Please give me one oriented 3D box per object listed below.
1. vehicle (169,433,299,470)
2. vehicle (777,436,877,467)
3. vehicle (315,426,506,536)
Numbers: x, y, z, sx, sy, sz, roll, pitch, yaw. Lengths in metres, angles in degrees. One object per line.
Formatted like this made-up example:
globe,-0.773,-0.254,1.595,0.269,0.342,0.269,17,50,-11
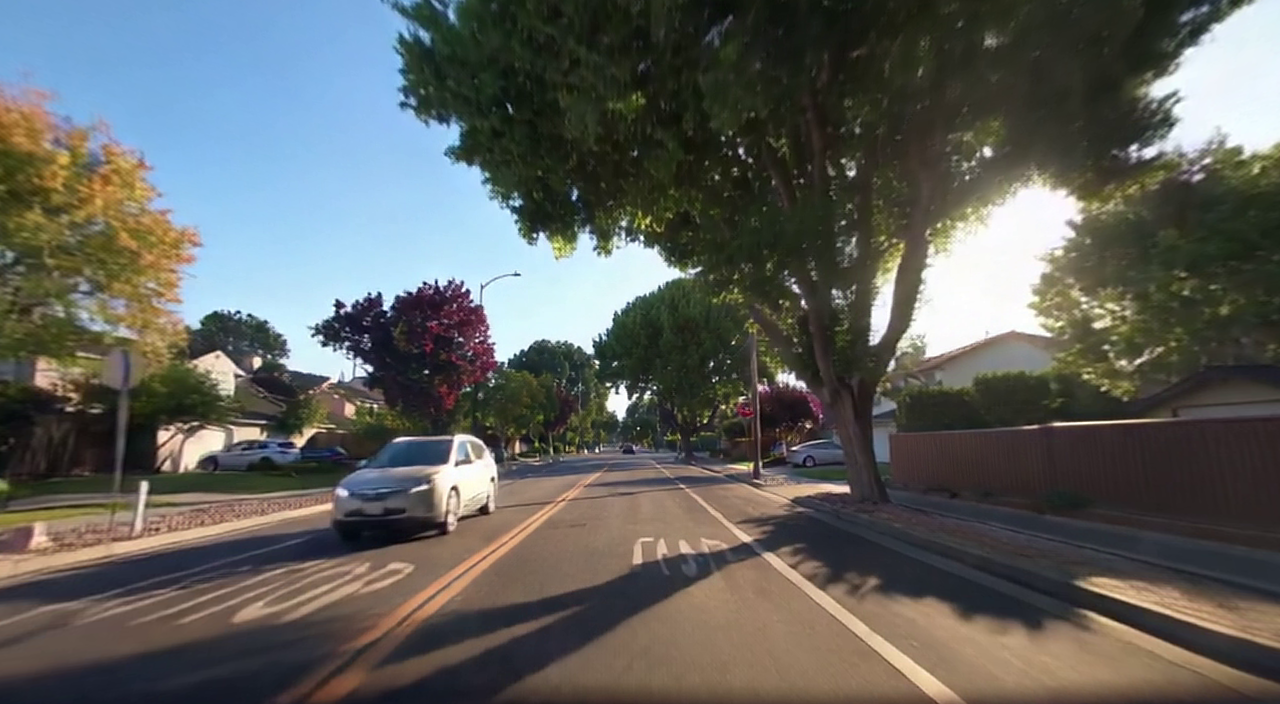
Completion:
vehicle,-22.013,5.424,34.515,5.369,1.862,2.338,2,-8,-9
vehicle,10.521,5.615,35.687,4.908,1.537,2.065,-1,-9,-5
vehicle,-3.844,2.197,11.443,1.935,1.595,3.972,1,-8,0
